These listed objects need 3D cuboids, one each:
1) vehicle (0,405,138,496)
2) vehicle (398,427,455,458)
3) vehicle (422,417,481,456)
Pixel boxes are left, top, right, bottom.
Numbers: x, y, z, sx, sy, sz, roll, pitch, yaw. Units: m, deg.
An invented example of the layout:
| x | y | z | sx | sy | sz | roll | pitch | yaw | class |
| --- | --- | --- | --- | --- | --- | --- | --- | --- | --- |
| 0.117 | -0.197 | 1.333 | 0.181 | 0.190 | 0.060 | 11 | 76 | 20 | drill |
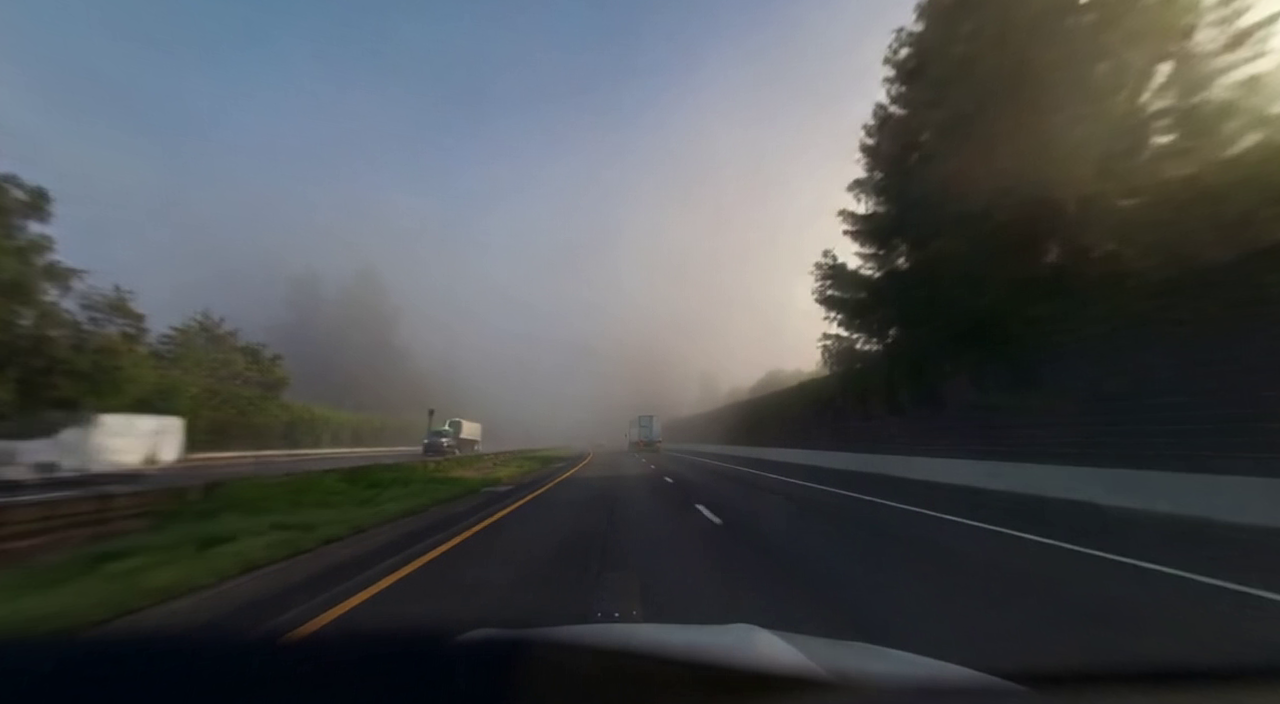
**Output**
| x | y | z | sx | sy | sz | roll | pitch | yaw | class |
| --- | --- | --- | --- | --- | --- | --- | --- | --- | --- |
| -12.889 | 1.986 | 12.722 | 1.927 | 1.660 | 4.333 | 0 | -8 | -1 | vehicle |
| -14.091 | 6.018 | 41.806 | 2.281 | 1.942 | 4.778 | 0 | -8 | -3 | vehicle |
| -14.472 | 6.562 | 48.863 | 2.675 | 2.788 | 6.642 | 0 | -8 | -1 | vehicle |
